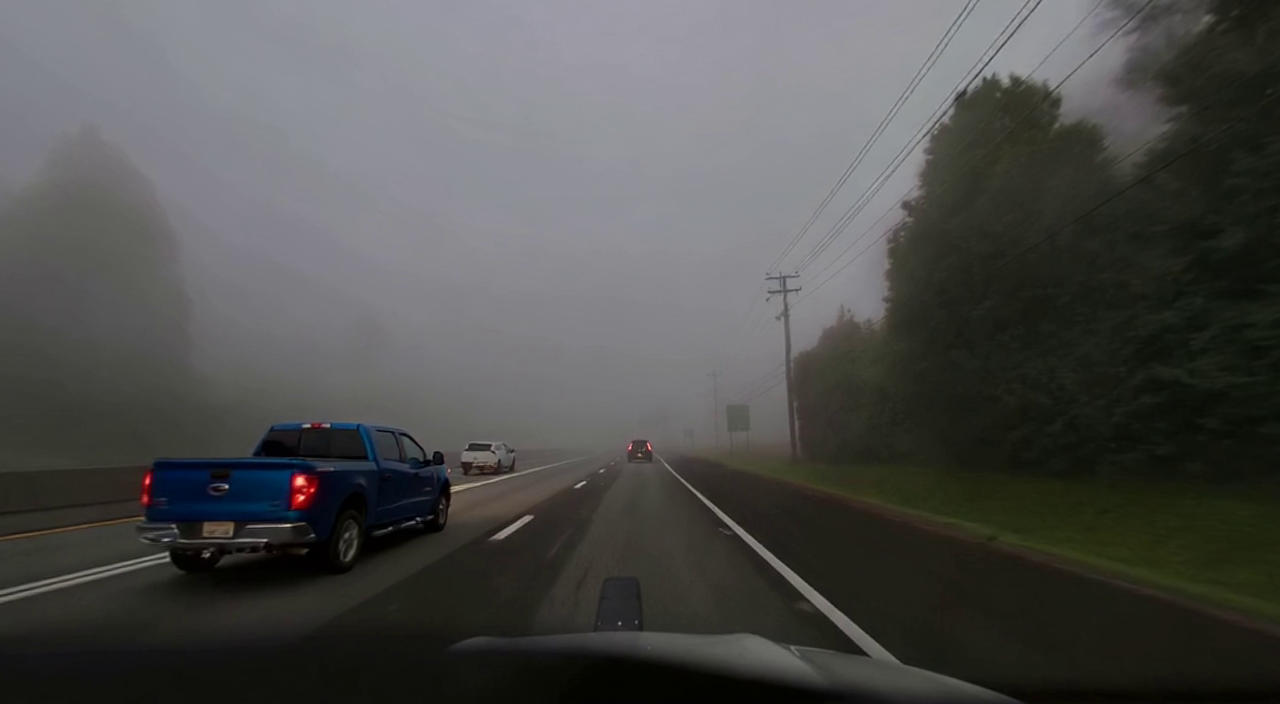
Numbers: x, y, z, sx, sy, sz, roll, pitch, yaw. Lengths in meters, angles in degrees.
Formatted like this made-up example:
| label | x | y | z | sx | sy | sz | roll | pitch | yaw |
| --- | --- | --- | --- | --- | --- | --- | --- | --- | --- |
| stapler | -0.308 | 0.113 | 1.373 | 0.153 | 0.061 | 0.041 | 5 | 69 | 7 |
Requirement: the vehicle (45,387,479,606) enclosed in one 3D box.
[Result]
| label | x | y | z | sx | sy | sz | roll | pitch | yaw |
| --- | --- | --- | --- | --- | --- | --- | --- | --- | --- |
| vehicle | -3.825 | 1.586 | 7.964 | 2.204 | 1.812 | 5.289 | 0 | -8 | 0 |

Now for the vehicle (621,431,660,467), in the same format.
| label | x | y | z | sx | sy | sz | roll | pitch | yaw |
| --- | --- | --- | --- | --- | --- | --- | --- | --- | --- |
| vehicle | -0.016 | 6.242 | 40.790 | 2.358 | 2.144 | 4.713 | 0 | -8 | -1 |
